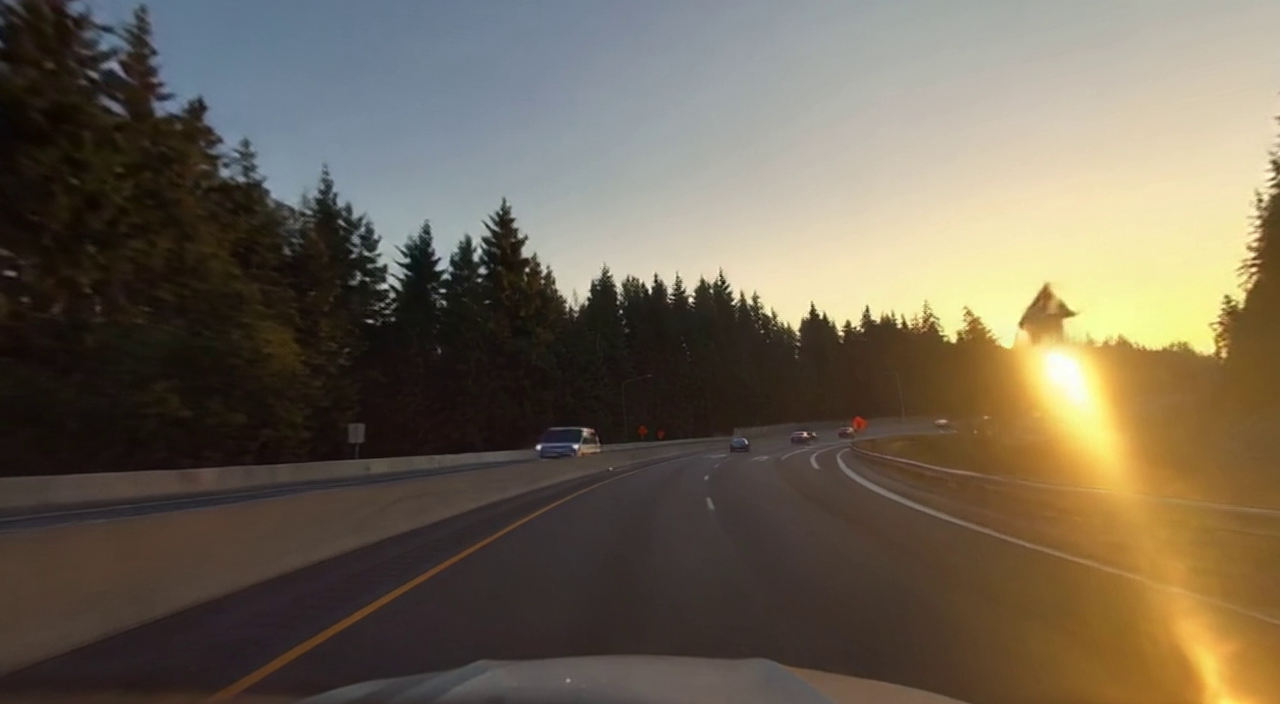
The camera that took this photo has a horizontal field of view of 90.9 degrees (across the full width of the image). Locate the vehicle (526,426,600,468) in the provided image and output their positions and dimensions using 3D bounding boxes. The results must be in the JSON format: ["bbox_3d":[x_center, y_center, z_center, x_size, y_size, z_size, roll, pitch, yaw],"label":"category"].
[{"bbox_3d":[-3.472,4.491,29.808,2.103,1.772,5.645,-1,-8,8],"label":"vehicle"}]
